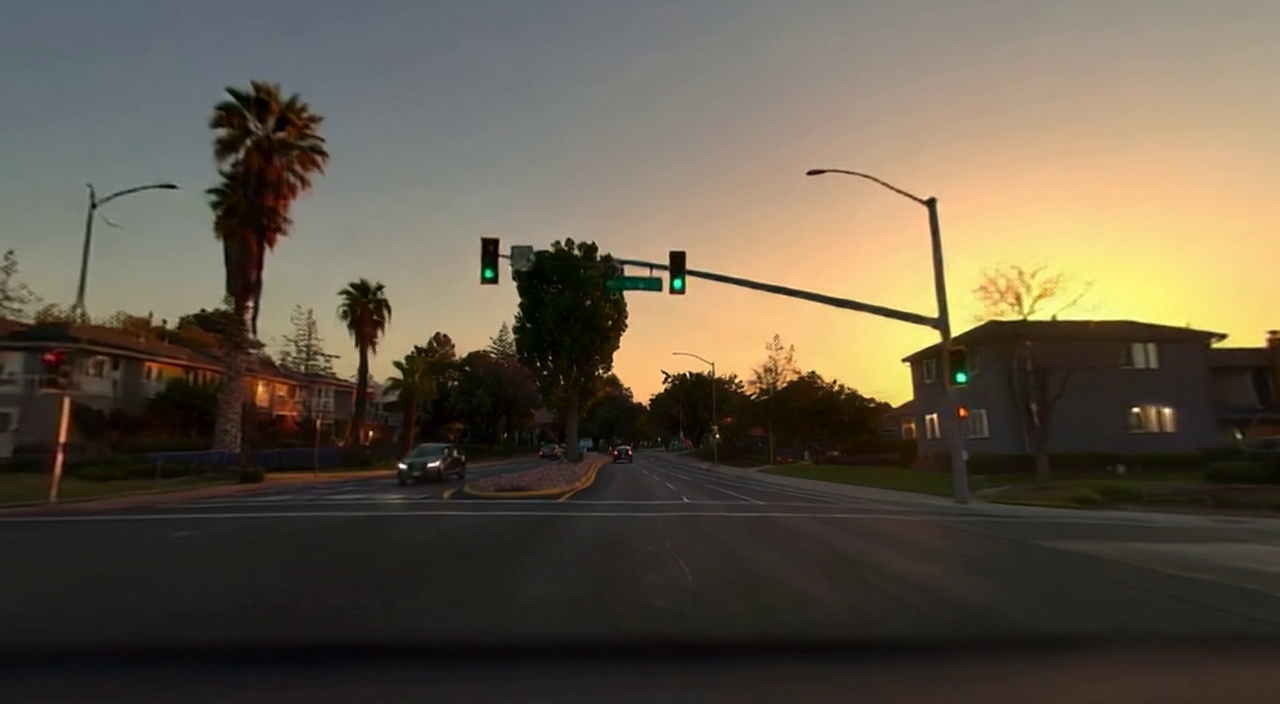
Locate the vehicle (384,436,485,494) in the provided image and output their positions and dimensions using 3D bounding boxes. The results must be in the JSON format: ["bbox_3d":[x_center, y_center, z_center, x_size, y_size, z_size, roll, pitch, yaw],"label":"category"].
[{"bbox_3d":[-6.518,3.640,20.551,1.983,1.684,3.938,0,-9,-1],"label":"vehicle"}]

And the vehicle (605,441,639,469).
[{"bbox_3d":[-1.336,7.197,44.300,2.248,1.833,4.798,0,-9,-3],"label":"vehicle"}]
